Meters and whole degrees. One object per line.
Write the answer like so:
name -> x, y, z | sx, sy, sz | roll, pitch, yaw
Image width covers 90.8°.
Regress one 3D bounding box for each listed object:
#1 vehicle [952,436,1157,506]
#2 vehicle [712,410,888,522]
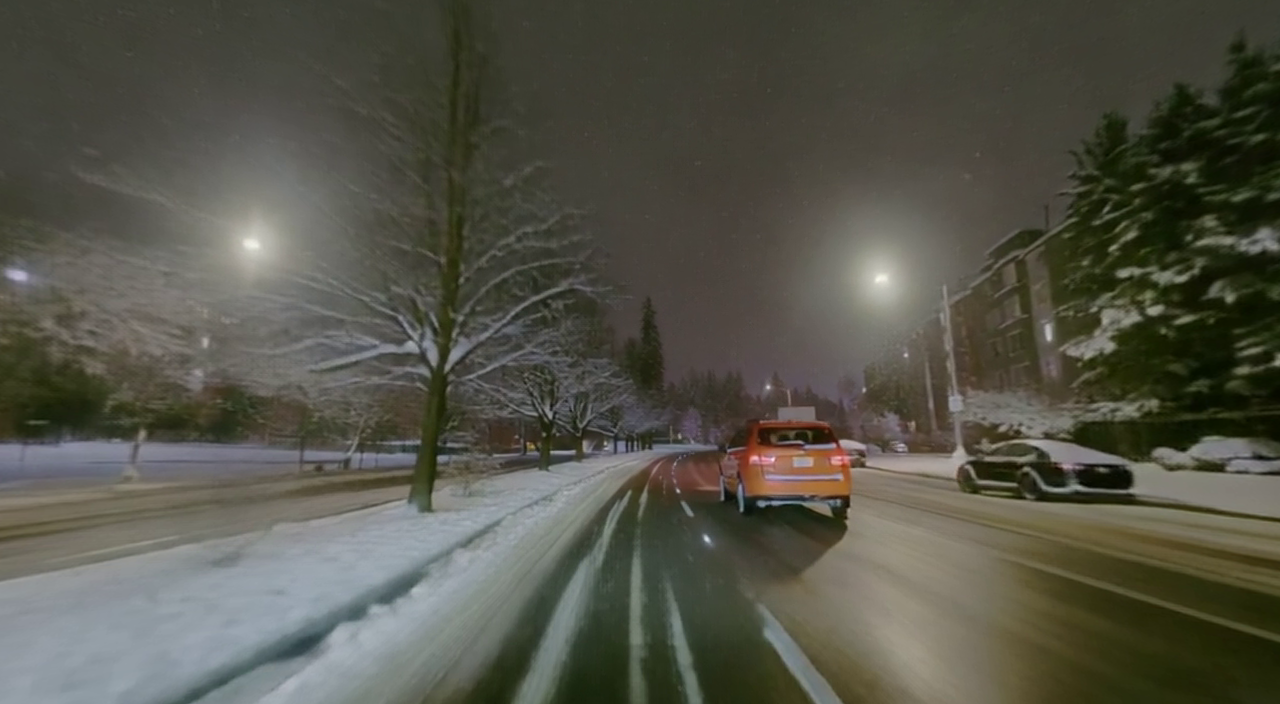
vehicle -> 9.977, 2.875, 15.795 | 1.893, 1.469, 4.615 | 0, -9, -2
vehicle -> 2.866, 2.194, 12.615 | 2.215, 1.812, 4.569 | 0, -9, -1
